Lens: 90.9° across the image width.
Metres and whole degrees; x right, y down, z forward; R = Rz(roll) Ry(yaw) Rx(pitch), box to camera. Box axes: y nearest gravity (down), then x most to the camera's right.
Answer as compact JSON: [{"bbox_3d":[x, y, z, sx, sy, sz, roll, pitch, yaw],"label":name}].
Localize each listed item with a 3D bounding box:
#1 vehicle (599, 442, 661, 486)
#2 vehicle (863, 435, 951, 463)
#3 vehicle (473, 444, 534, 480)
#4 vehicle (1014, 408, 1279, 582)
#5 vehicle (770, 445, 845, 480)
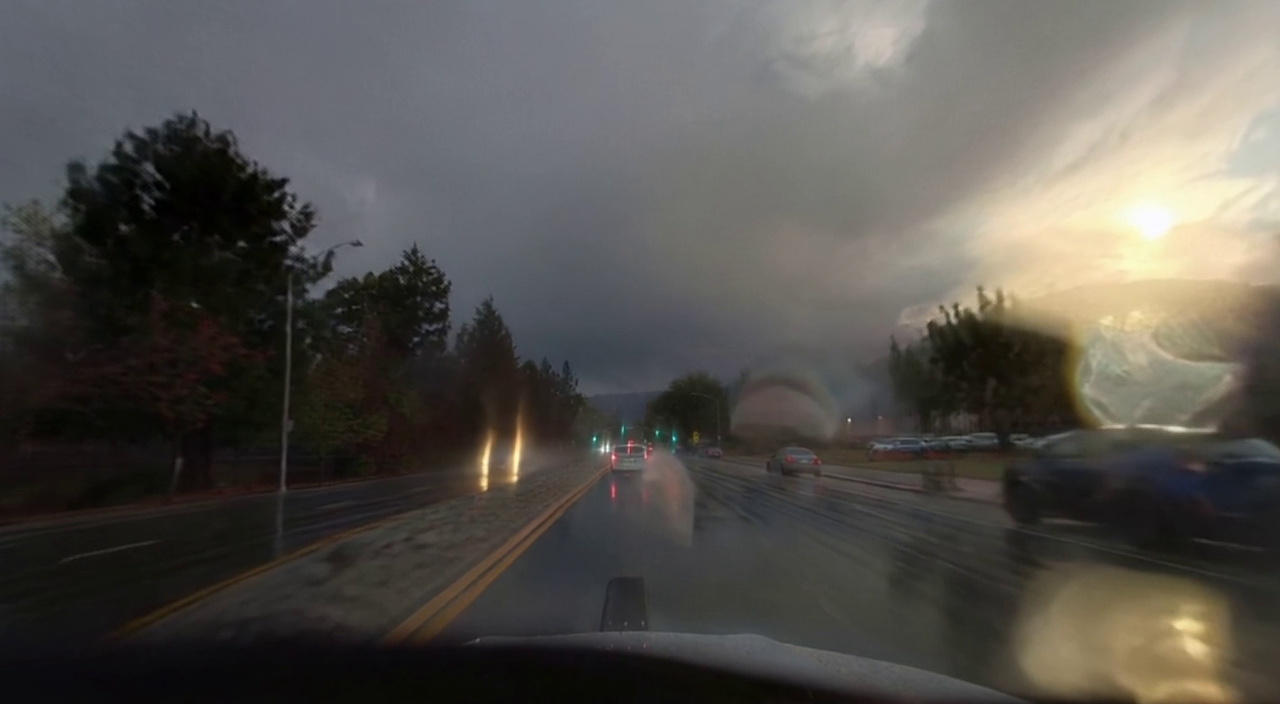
[{"bbox_3d":[-0.361,4.132,23.532,2.099,1.470,4.302,0,-9,0],"label":"vehicle"},{"bbox_3d":[17.816,6.458,42.099,5.100,1.770,2.269,3,-9,-18],"label":"vehicle"},{"bbox_3d":[-6.773,5.492,31.802,2.083,1.646,4.293,0,-8,1],"label":"vehicle"},{"bbox_3d":[7.665,1.775,8.443,2.064,1.792,5.053,0,-9,-2],"label":"vehicle"},{"bbox_3d":[7.746,5.150,29.731,2.131,1.474,4.752,0,-9,-2],"label":"vehicle"}]
